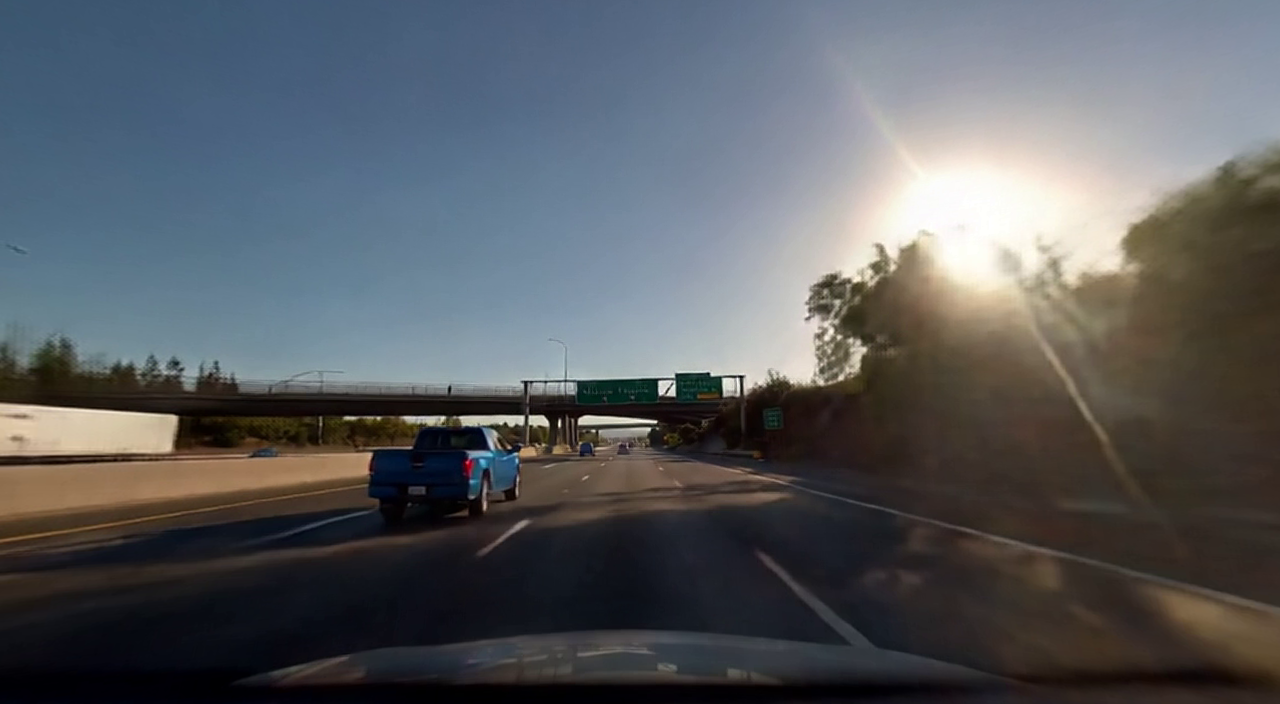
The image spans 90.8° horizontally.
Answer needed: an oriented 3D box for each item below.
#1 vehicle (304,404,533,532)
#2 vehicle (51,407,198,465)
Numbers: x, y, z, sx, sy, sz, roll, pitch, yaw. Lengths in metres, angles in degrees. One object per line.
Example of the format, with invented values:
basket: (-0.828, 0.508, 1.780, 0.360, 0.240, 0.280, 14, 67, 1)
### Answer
vehicle: (-4.019, 2.269, 13.045, 2.529, 2.003, 5.904, 0, -8, 1)
vehicle: (-36.179, 6.025, 44.986, 2.794, 3.706, 9.037, 0, -8, -1)
